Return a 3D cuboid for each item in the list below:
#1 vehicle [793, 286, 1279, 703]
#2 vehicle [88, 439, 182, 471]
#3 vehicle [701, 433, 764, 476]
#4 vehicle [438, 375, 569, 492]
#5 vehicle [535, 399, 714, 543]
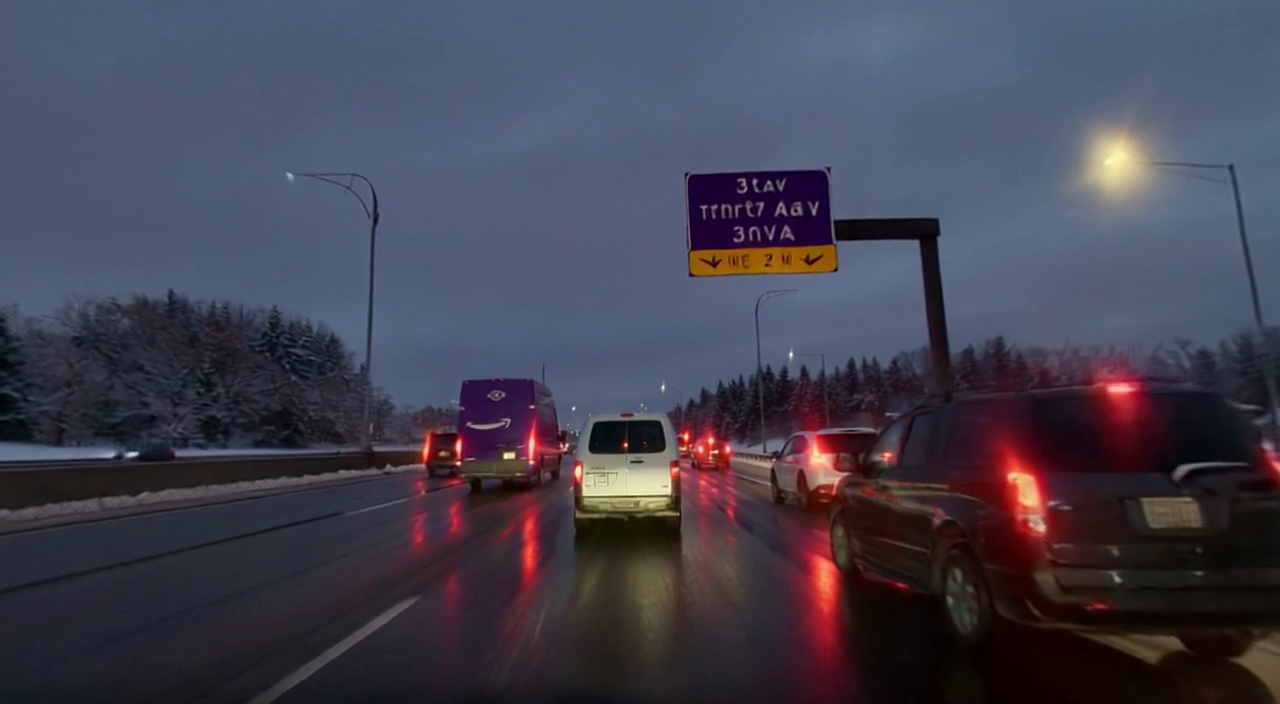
[{"bbox_3d":[3.033,1.072,4.839,2.341,1.890,5.144,1,-9,-1],"label":"vehicle"},{"bbox_3d":[-26.370,5.384,33.027,1.684,1.517,3.805,0,-9,1],"label":"vehicle"},{"bbox_3d":[3.941,4.458,27.582,2.064,1.720,4.416,0,-8,0],"label":"vehicle"},{"bbox_3d":[-3.701,2.483,18.765,2.415,2.821,6.636,1,-9,0],"label":"vehicle"},{"bbox_3d":[-0.194,1.861,10.346,2.287,1.823,4.369,0,-8,0],"label":"vehicle"}]
